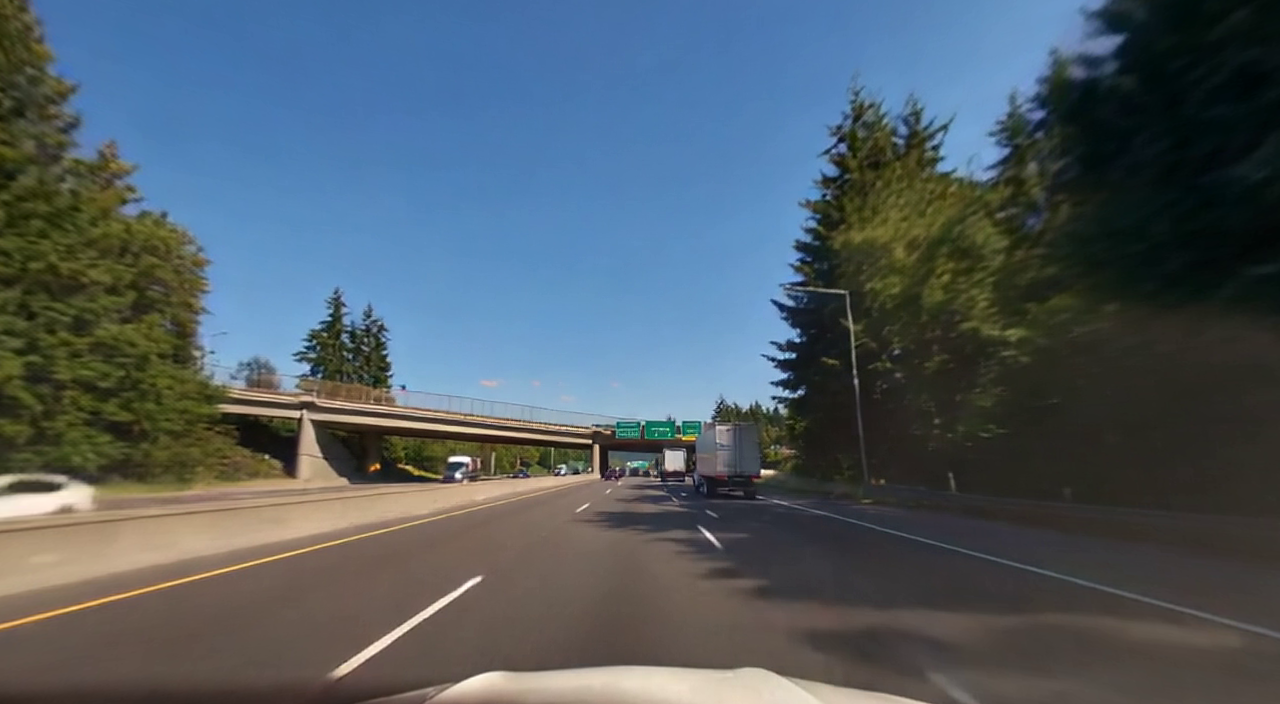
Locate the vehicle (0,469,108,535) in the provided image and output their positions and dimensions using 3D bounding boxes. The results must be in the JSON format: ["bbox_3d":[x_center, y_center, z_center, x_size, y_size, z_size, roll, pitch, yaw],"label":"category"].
[{"bbox_3d":[-15.751,3.594,15.207,2.087,1.459,4.210,1,-10,0],"label":"vehicle"}]
